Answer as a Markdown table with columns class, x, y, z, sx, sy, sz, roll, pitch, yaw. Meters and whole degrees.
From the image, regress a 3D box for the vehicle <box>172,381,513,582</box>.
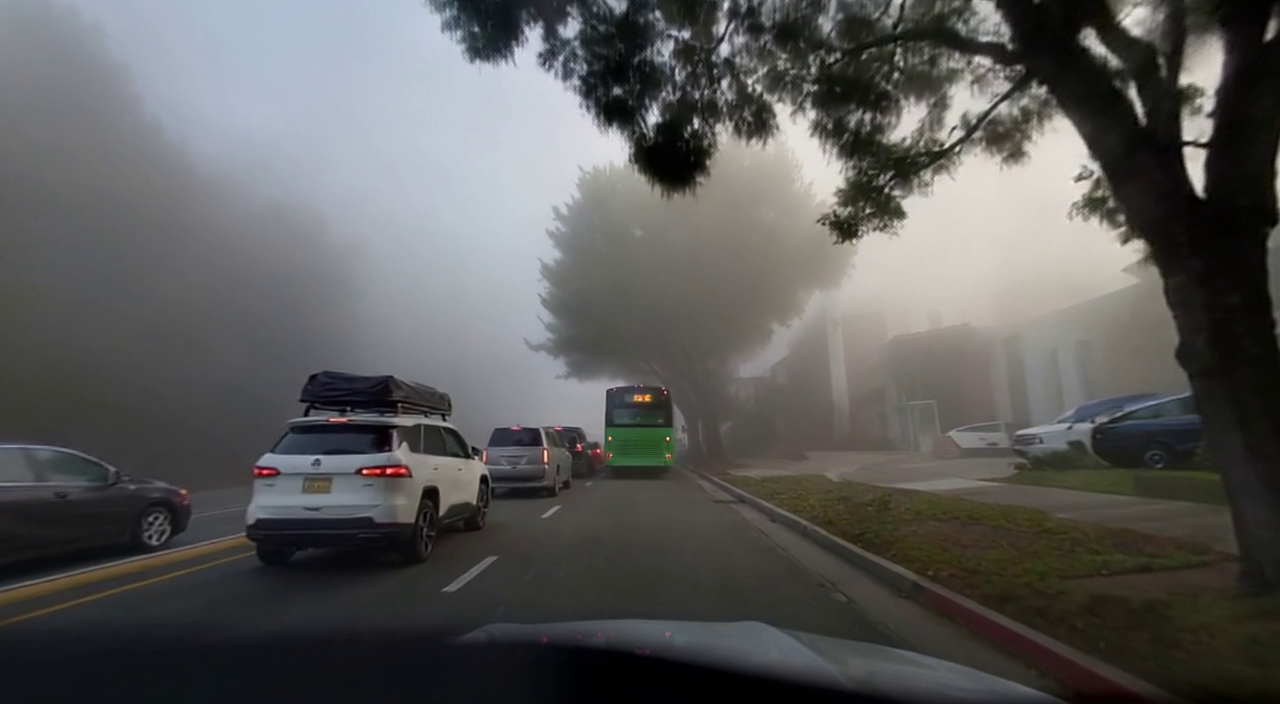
| class | x | y | z | sx | sy | sz | roll | pitch | yaw |
| --- | --- | --- | --- | --- | --- | --- | --- | --- | --- |
| vehicle | -3.332 | 1.610 | 8.576 | 2.095 | 1.892 | 5.043 | 0 | -9 | 1 |

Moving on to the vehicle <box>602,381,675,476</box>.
| class | x | y | z | sx | sy | sz | roll | pitch | yaw |
| --- | --- | --- | --- | --- | --- | --- | --- | --- | --- |
| vehicle | -0.020 | 4.044 | 32.021 | 2.970 | 3.857 | 12.200 | 0 | -9 | 0 |

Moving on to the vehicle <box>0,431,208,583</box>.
| class | x | y | z | sx | sy | sz | roll | pitch | yaw |
| --- | --- | --- | --- | --- | --- | --- | --- | --- | --- |
| vehicle | -7.293 | 1.633 | 6.926 | 1.986 | 1.473 | 4.465 | 0 | -9 | -1 |

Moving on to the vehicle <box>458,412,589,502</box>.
| class | x | y | z | sx | sy | sz | roll | pitch | yaw |
| --- | --- | --- | --- | --- | --- | --- | --- | --- | --- |
| vehicle | -3.012 | 2.933 | 18.037 | 2.546 | 2.125 | 5.869 | 0 | -9 | 1 |
